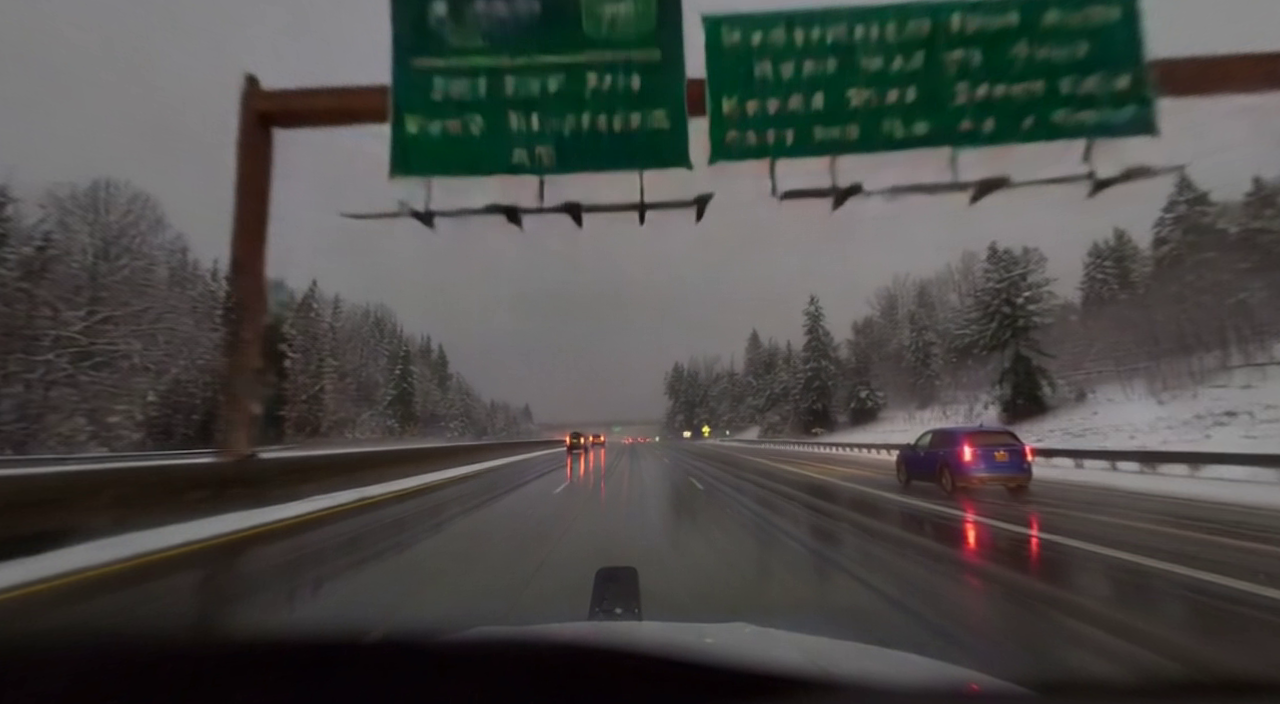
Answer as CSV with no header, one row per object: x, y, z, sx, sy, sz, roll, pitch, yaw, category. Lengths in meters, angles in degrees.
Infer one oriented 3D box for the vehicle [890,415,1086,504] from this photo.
7.303,2.276,13.769,1.956,1.634,3.935,0,-8,-1,vehicle

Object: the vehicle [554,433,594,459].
-3.967,5.688,38.296,2.032,1.465,4.316,0,-8,-1,vehicle
